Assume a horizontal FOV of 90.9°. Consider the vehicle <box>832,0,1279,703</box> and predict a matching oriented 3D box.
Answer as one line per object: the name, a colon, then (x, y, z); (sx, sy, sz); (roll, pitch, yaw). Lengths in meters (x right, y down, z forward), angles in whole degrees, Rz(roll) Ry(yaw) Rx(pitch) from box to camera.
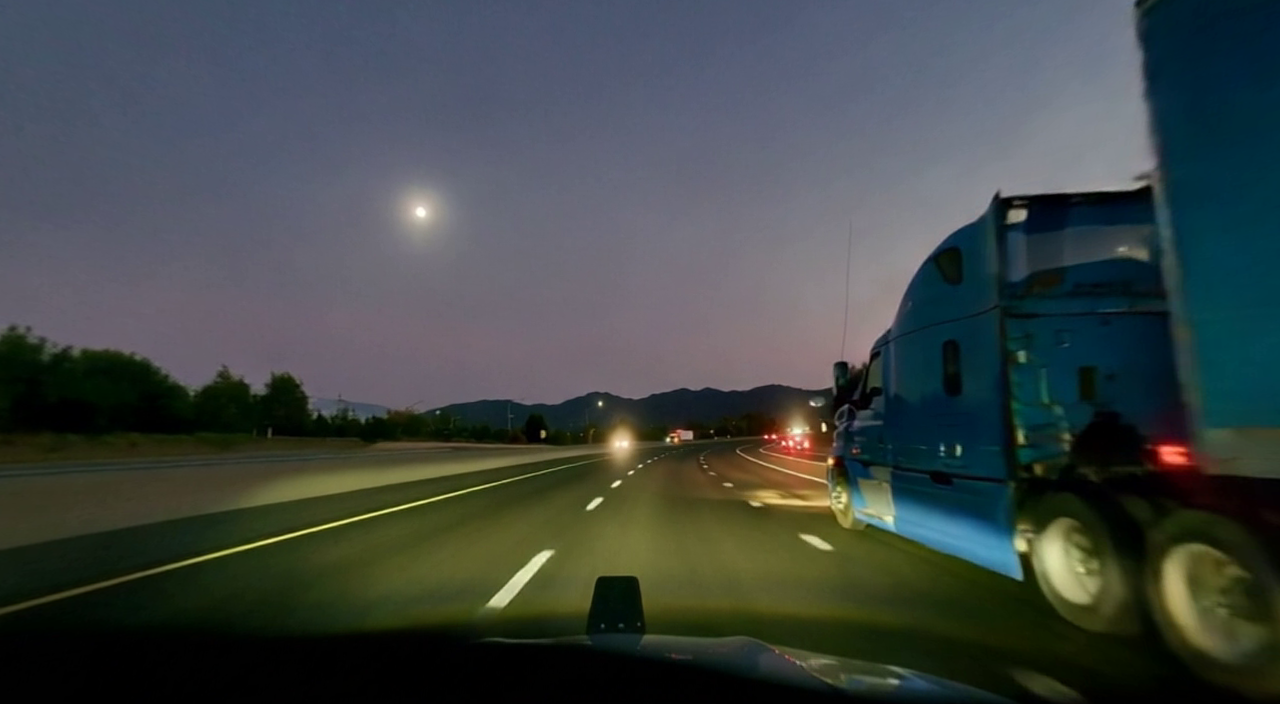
vehicle: (4.565, 0.234, 5.742); (2.997, 3.915, 8.330); (0, -8, 0)
